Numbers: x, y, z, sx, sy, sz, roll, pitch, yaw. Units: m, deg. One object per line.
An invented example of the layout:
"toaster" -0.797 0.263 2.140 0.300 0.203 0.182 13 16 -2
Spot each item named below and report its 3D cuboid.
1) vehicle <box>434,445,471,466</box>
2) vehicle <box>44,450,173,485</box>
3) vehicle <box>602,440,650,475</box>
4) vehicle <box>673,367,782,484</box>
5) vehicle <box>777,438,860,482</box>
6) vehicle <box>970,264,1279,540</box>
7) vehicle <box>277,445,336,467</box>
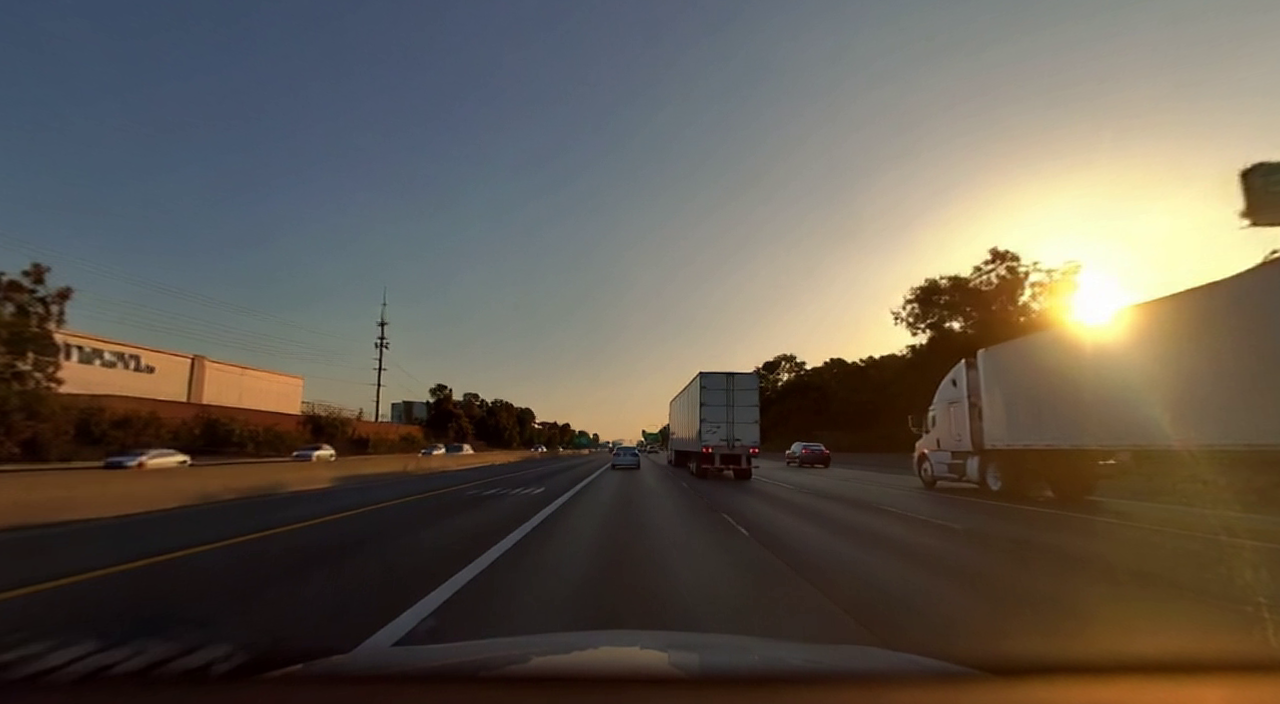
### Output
"vehicle" -13.269 7.300 44.851 1.543 1.408 3.505 0 -9 0
"vehicle" -24.123 5.216 28.954 1.950 1.455 4.569 0 -9 0
"vehicle" -0.665 5.087 30.591 2.163 1.551 4.180 0 -9 -1
"vehicle" 3.376 3.387 27.759 2.999 4.127 10.526 0 -9 -2
"vehicle" 7.336 4.499 26.482 2.154 1.658 4.347 0 -9 -1
"vehicle" 11.225 0.784 9.786 2.898 4.171 17.188 0 -9 0
"vehicle" -24.093 7.495 45.820 1.905 1.516 4.340 0 -9 0
